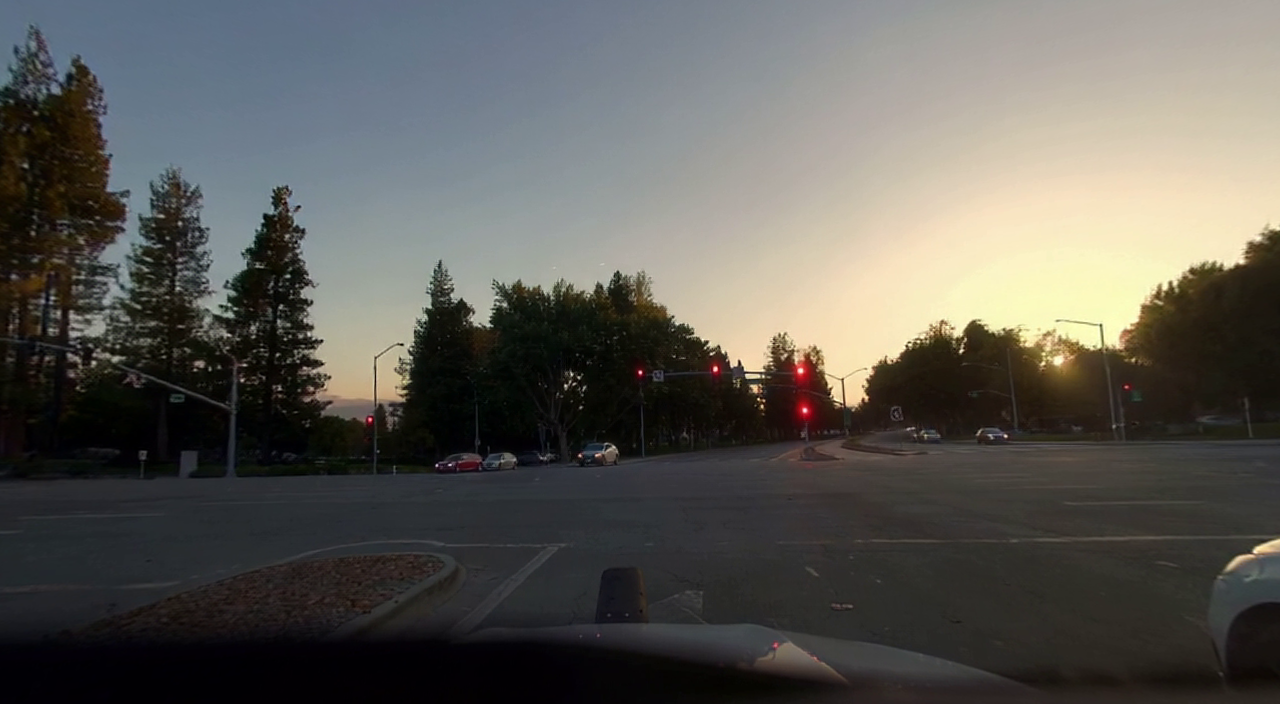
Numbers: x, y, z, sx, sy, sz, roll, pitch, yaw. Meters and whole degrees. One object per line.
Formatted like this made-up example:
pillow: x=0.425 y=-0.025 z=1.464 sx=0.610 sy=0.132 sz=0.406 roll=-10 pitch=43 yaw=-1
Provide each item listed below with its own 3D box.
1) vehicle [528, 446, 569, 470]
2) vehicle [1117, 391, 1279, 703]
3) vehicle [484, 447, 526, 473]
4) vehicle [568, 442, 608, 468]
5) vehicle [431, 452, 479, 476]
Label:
vehicle: x=-6.551 y=7.606 z=45.497 sx=2.126 sy=1.657 sz=4.307 roll=0 pitch=-9 yaw=2
vehicle: x=3.051 y=0.617 z=0.419 sx=1.978 sy=1.468 sz=4.544 roll=0 pitch=-9 yaw=2
vehicle: x=-9.785 y=7.836 z=45.955 sx=2.064 sy=1.725 sz=4.243 roll=0 pitch=-9 yaw=1
vehicle: x=-3.582 y=7.210 z=44.304 sx=2.215 sy=1.732 sz=4.684 roll=-1 pitch=-9 yaw=2
vehicle: x=-13.406 y=8.148 z=45.987 sx=2.101 sy=1.637 sz=4.304 roll=0 pitch=-9 yaw=1
